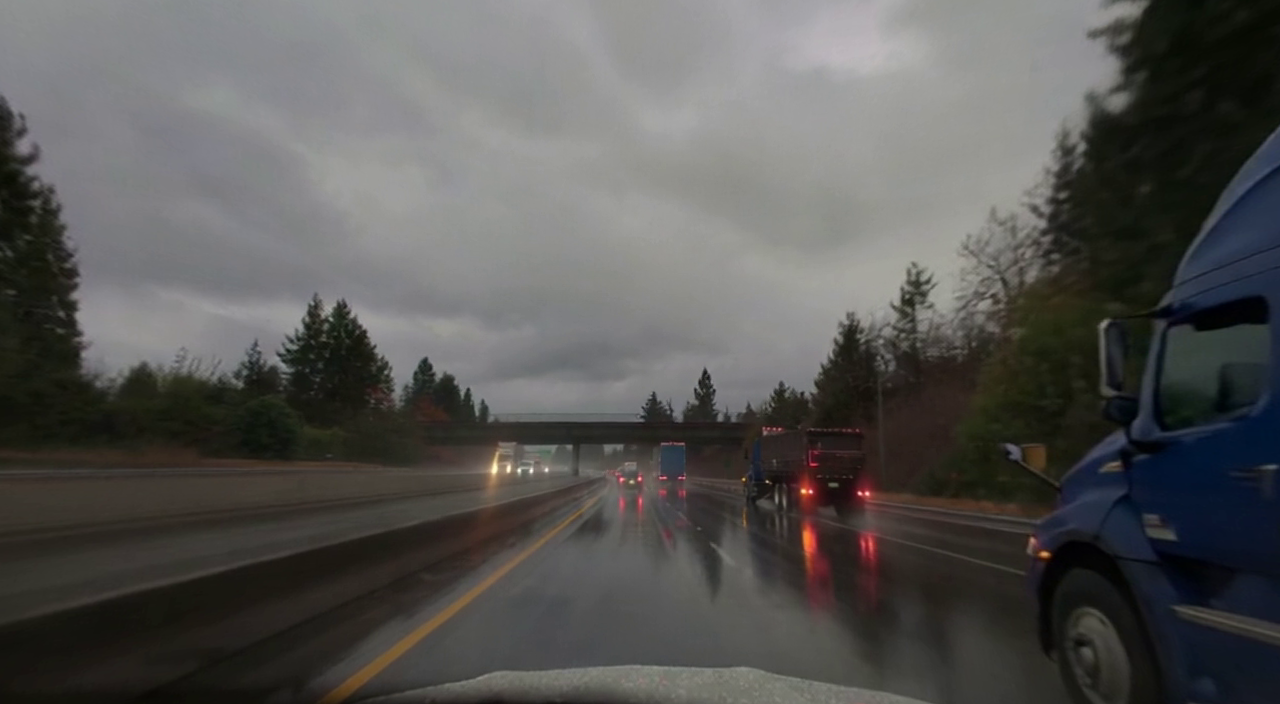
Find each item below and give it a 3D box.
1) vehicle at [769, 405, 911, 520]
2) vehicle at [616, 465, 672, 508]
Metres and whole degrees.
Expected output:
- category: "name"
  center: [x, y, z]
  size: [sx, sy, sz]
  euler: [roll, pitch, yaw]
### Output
- category: "vehicle"
  center: [7.356, 4.330, 24.638]
  size: [2.839, 3.684, 8.091]
  euler: [1, -11, 0]
- category: "vehicle"
  center: [0.154, 5.369, 25.402]
  size: [2.067, 1.552, 3.601]
  euler: [1, -11, 0]
